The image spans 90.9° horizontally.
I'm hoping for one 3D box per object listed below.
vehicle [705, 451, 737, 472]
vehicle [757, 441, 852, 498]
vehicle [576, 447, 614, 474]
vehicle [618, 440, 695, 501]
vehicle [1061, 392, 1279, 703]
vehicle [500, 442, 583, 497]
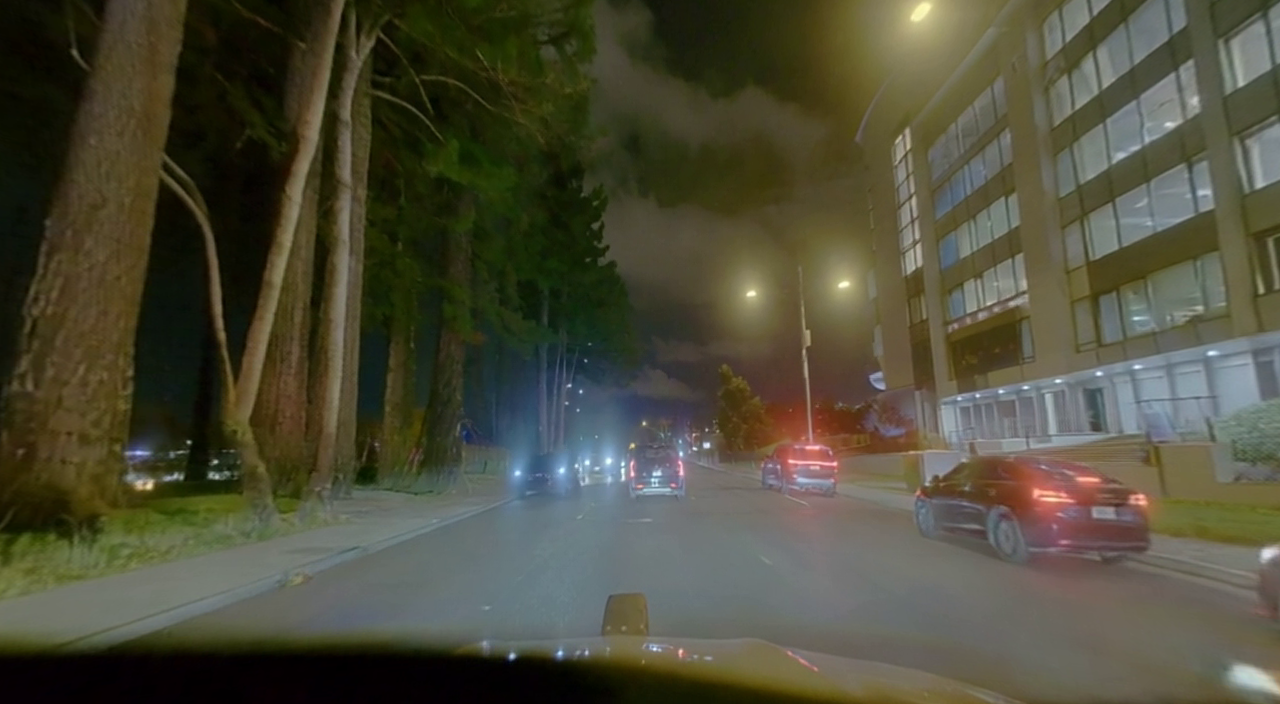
[{"bbox_3d":[6.176,8.389,48.454,1.885,1.467,4.546,0,-9,0],"label":"vehicle"},{"bbox_3d":[5.685,4.103,22.458,2.059,1.813,4.637,0,-9,-1],"label":"vehicle"},{"bbox_3d":[-2.953,7.212,42.148,2.124,1.731,4.227,0,-9,1],"label":"vehicle"},{"bbox_3d":[0.476,3.554,19.309,2.105,1.653,3.887,0,-9,1],"label":"vehicle"},{"bbox_3d":[2.822,0.710,0.622,1.991,1.536,4.116,0,-9,1],"label":"vehicle"},{"bbox_3d":[-3.325,4.086,22.348,2.167,1.717,4.448,0,-9,1],"label":"vehicle"}]
